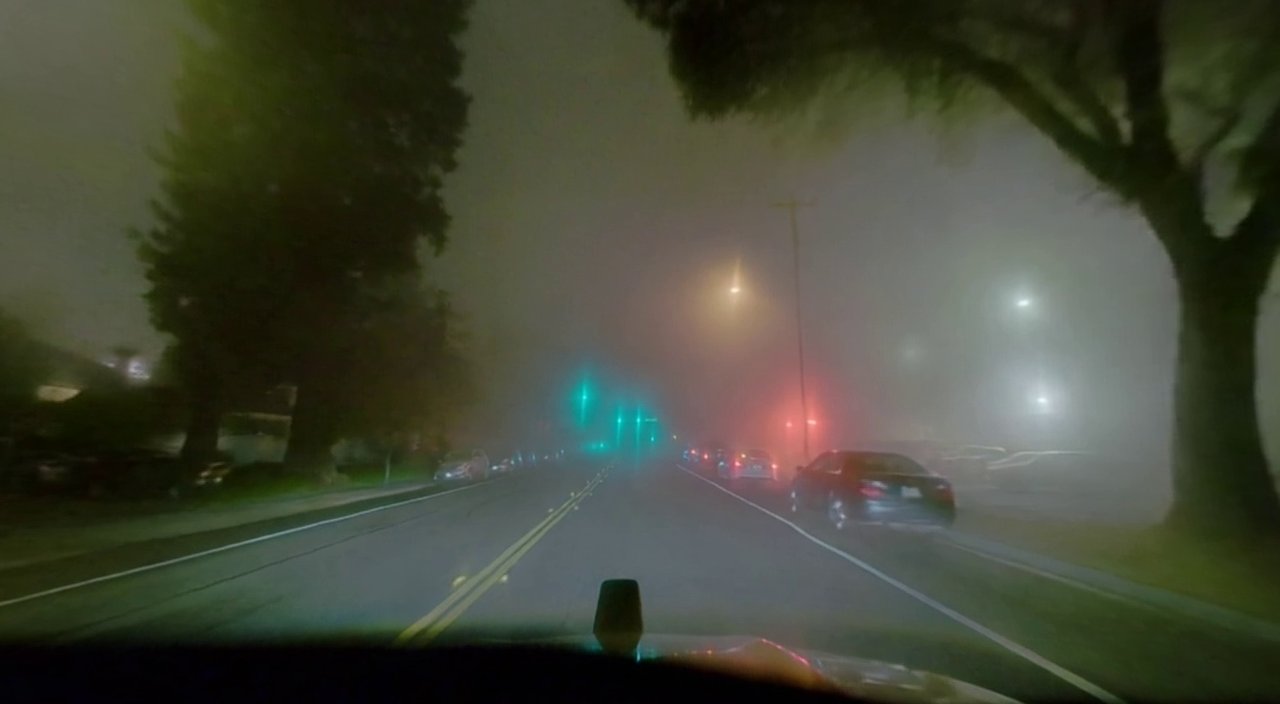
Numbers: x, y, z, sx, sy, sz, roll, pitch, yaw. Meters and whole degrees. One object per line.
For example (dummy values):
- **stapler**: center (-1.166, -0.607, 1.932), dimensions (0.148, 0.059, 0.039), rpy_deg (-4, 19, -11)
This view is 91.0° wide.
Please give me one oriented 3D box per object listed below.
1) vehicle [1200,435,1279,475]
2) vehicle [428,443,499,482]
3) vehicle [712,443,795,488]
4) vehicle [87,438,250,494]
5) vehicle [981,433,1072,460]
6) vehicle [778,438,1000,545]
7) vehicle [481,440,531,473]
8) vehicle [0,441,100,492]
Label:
- **vehicle**: center (25.745, 4.169, 25.602), dimensions (3.778, 1.560, 2.141), rpy_deg (0, -8, 0)
- **vehicle**: center (-7.555, 4.756, 27.314), dimensions (1.976, 1.554, 3.654), rpy_deg (0, -8, 1)
- **vehicle**: center (3.904, 3.969, 22.409), dimensions (2.036, 1.405, 4.312), rpy_deg (0, -8, -1)
- **vehicle**: center (-14.189, 3.435, 19.270), dimensions (1.921, 1.518, 3.799), rpy_deg (0, -9, 2)
- **vehicle**: center (25.615, 6.283, 41.823), dimensions (4.572, 1.771, 2.081), rpy_deg (0, -9, 1)
- **vehicle**: center (4.005, 2.307, 11.214), dimensions (2.005, 1.466, 4.767), rpy_deg (0, -8, 0)
- **vehicle**: center (-7.550, 5.935, 35.908), dimensions (1.994, 1.718, 4.518), rpy_deg (0, -8, -1)
- **vehicle**: center (-20.094, 3.623, 19.842), dimensions (1.880, 1.510, 4.758), rpy_deg (-2, -10, 0)
